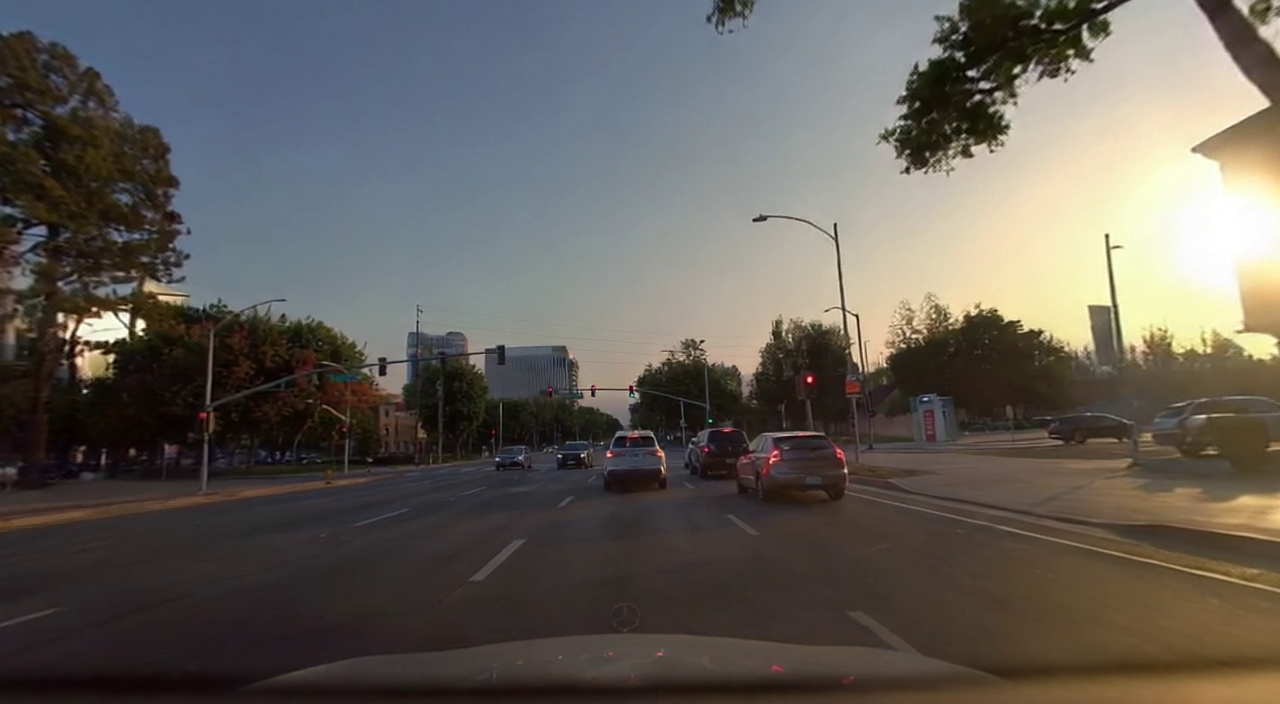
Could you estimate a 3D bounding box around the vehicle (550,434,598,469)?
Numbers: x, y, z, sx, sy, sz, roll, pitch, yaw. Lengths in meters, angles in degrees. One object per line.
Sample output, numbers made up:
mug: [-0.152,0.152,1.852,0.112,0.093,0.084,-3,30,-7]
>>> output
vehicle: [-3.514,5.380,34.331,2.106,1.778,4.444,0,-9,0]

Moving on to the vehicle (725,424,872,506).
vehicle: [3.570,2.654,15.256,2.198,1.660,4.512,0,-9,-2]

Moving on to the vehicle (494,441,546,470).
vehicle: [-6.585,5.692,35.028,1.954,1.473,4.350,0,-9,1]

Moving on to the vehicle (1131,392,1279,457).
vehicle: [15.438,1.851,15.956,4.344,1.512,1.936,-1,-9,3]

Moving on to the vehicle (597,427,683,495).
vehicle: [-0.091,3.037,17.951,2.146,1.685,4.003,0,-9,-2]

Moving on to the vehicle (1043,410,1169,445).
vehicle: [23.905,3.907,32.541,4.854,1.712,2.017,0,-9,-1]
